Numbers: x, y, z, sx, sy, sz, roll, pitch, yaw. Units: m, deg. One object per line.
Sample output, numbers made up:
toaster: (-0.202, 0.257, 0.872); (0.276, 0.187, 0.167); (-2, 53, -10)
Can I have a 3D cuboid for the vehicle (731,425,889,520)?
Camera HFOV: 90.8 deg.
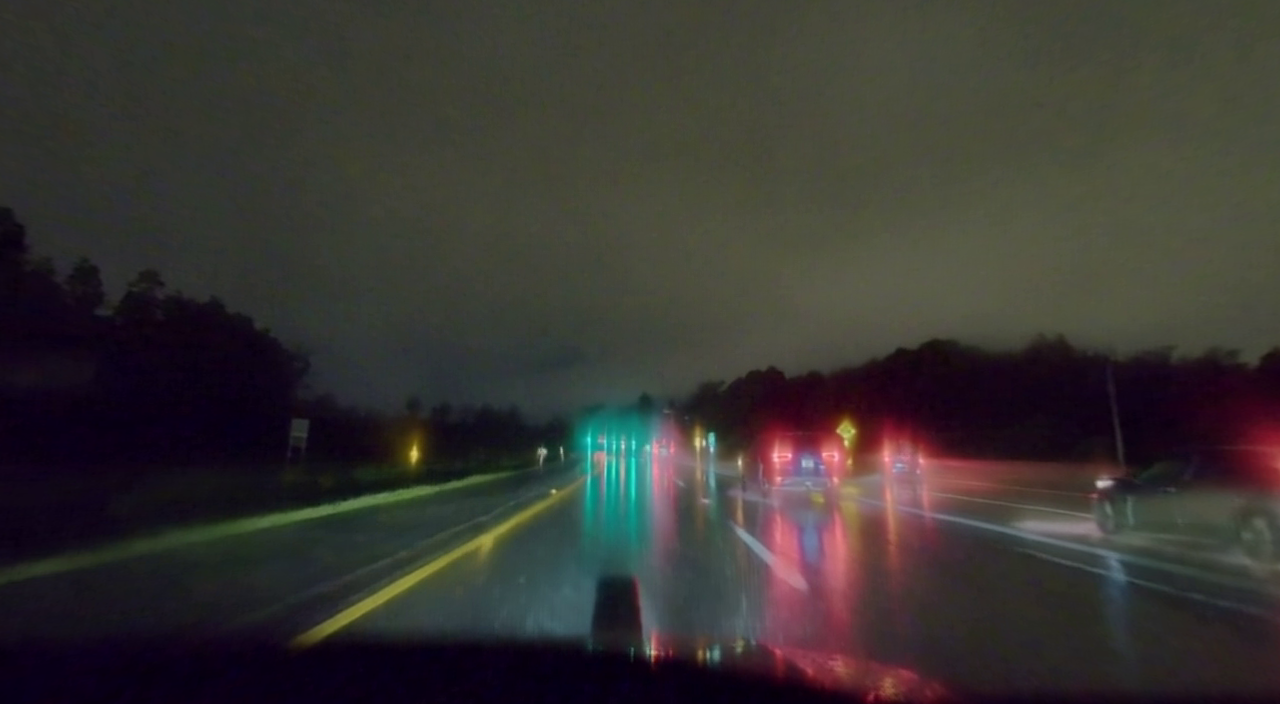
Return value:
vehicle: (3.567, 2.638, 14.415); (2.141, 1.785, 4.778); (0, -8, -2)
